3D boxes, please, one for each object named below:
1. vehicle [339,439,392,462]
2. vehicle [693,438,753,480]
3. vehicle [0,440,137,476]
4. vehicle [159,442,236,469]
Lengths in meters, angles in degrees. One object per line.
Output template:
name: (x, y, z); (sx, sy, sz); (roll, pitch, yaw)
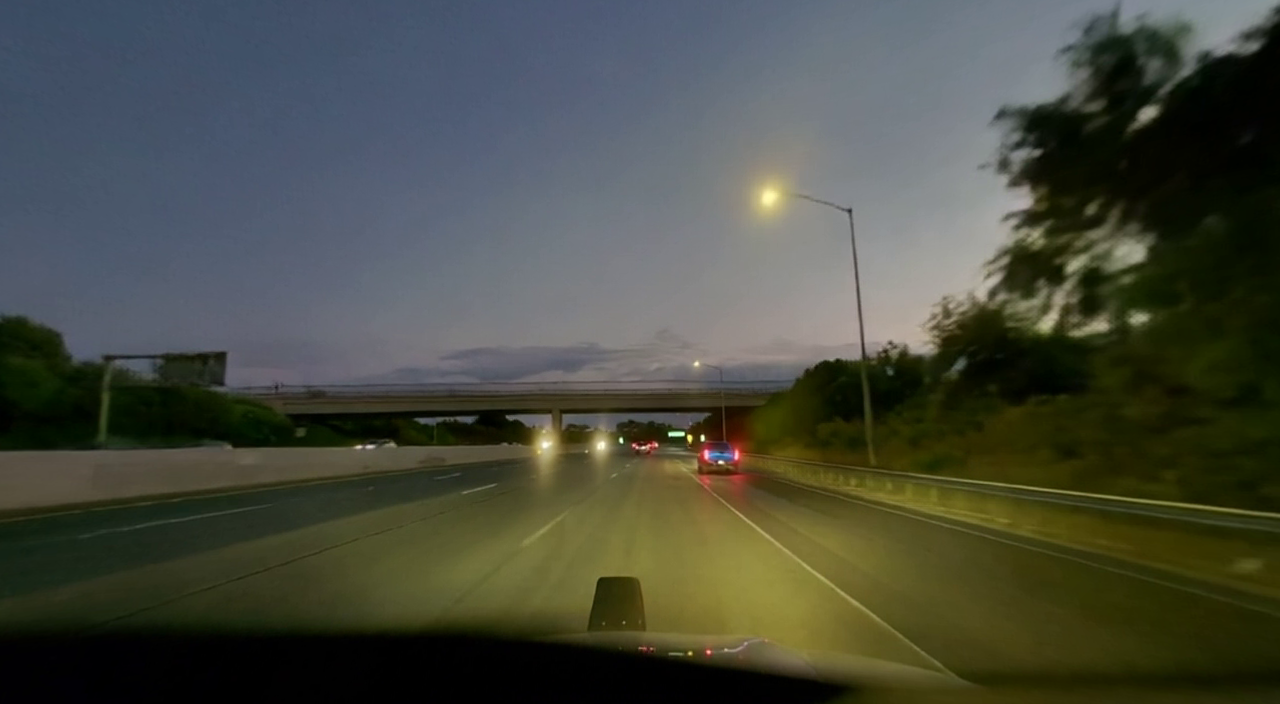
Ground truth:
vehicle: (-20.164, 7.266, 46.546); (1.855, 1.628, 4.049); (-1, -8, 3)
vehicle: (3.481, 4.575, 27.402); (2.010, 1.637, 4.940); (0, -8, 1)
vehicle: (-27.559, 5.069, 30.543); (1.974, 1.576, 5.230); (0, -8, 1)
vehicle: (-24.248, 5.656, 34.711); (1.588, 1.402, 3.523); (0, -8, 2)
